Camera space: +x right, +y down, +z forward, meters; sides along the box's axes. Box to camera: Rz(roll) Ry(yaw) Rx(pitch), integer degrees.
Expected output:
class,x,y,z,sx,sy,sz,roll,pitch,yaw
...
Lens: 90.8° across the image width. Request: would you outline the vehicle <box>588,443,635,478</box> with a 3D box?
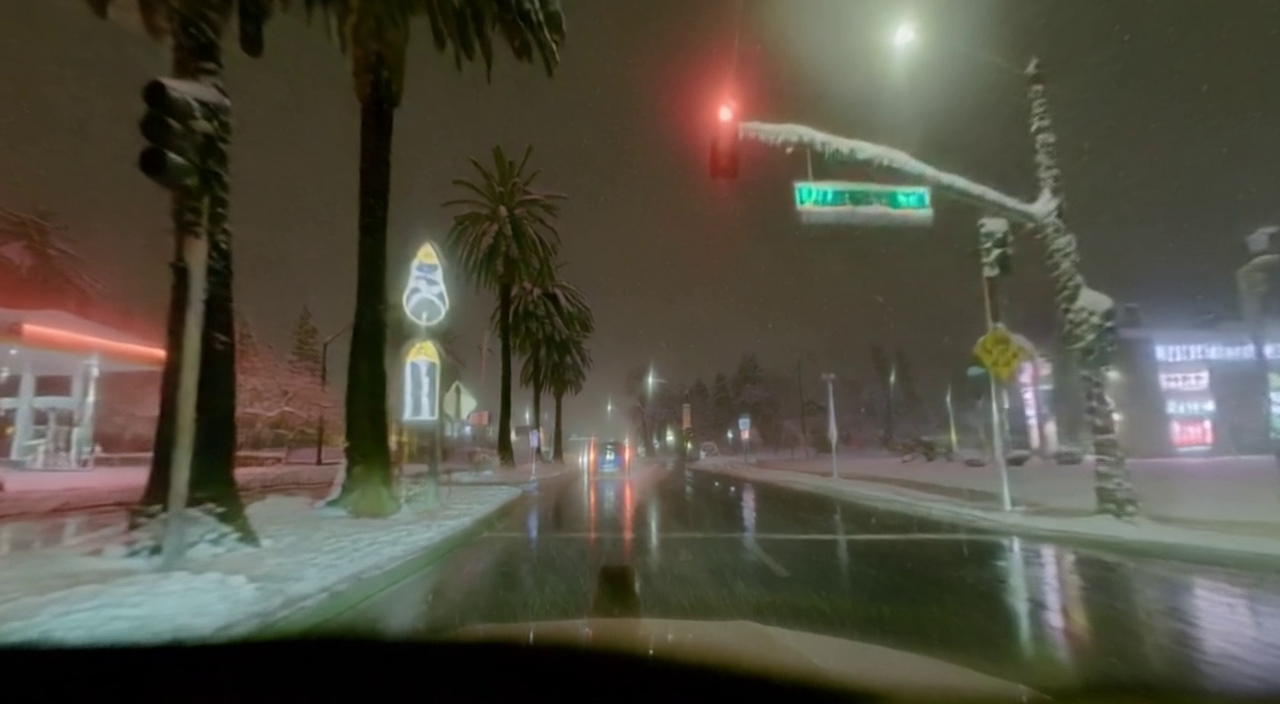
class,x,y,z,sx,sy,sz,roll,pitch,yaw
vehicle,-1.373,5.172,30.264,2.073,1.525,4.809,1,-9,-3
